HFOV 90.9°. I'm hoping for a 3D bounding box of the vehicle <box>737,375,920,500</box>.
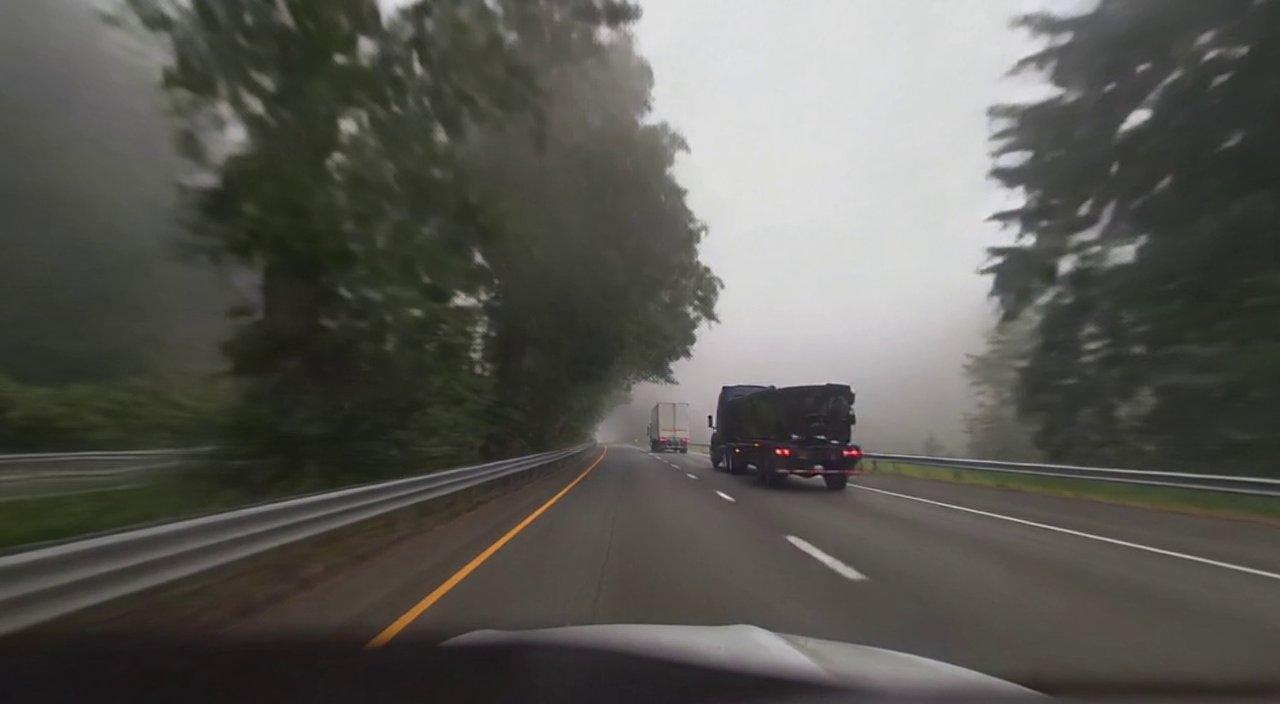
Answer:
[{"bbox_3d":[4.619,2.274,17.001,2.741,2.716,6.323,0,-8,-2],"label":"vehicle"}]
